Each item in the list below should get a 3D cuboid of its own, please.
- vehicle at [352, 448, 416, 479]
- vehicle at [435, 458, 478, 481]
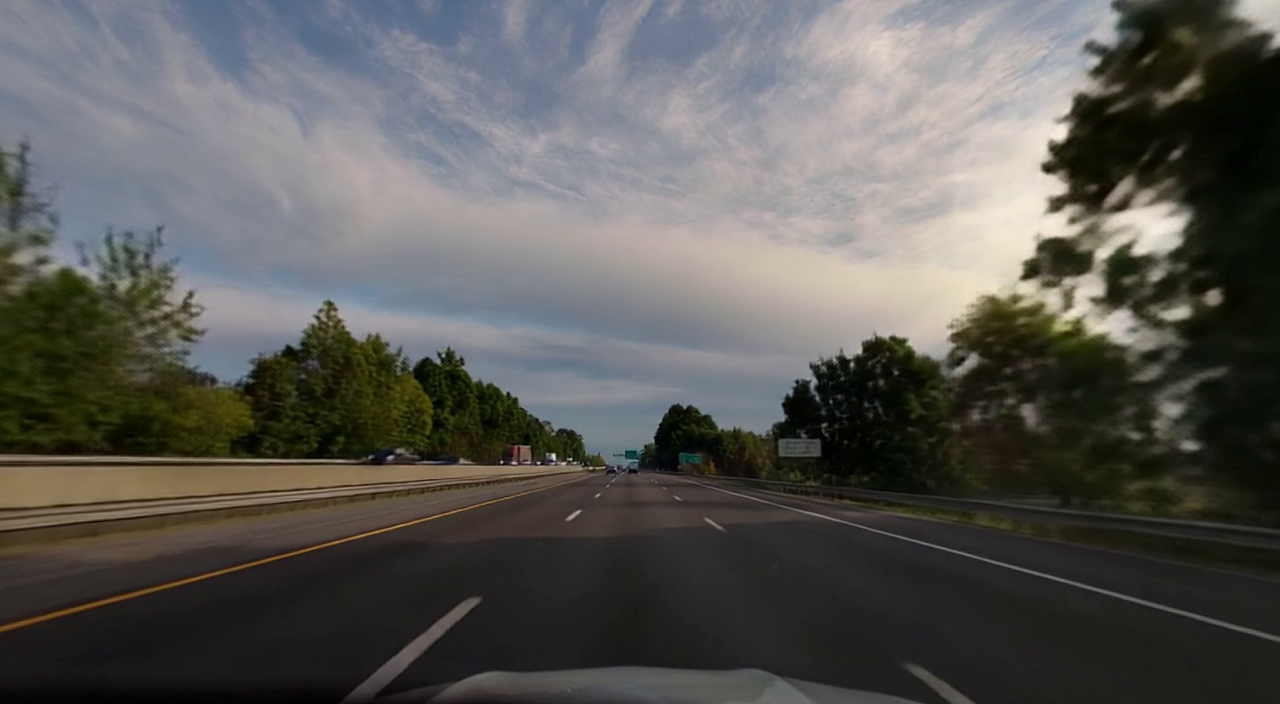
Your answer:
[{"bbox_3d":[-16.186,7.138,40.148,2.012,1.791,4.992,1,-10,0],"label":"vehicle"},{"bbox_3d":[-12.225,7.835,42.097,1.753,1.410,3.655,1,-10,0],"label":"vehicle"}]
